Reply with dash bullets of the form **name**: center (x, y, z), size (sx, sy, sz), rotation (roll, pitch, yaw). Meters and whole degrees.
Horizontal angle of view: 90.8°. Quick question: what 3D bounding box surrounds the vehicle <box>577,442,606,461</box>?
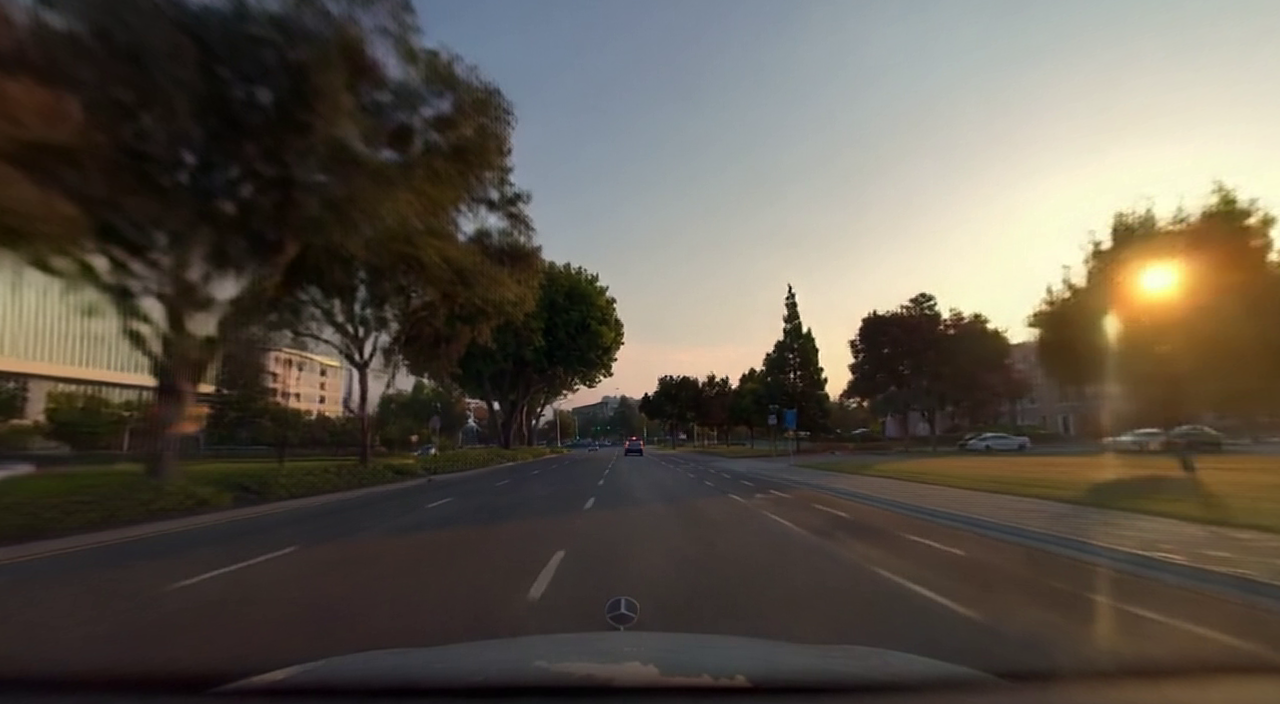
- **vehicle**: center (-3.777, 7.842, 49.884), size (2.080, 1.445, 4.096), rotation (0, -8, -2)

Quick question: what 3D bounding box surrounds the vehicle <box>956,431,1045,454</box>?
- **vehicle**: center (24.123, 6.059, 42.350), size (4.758, 1.522, 1.930), rotation (0, -8, -3)
